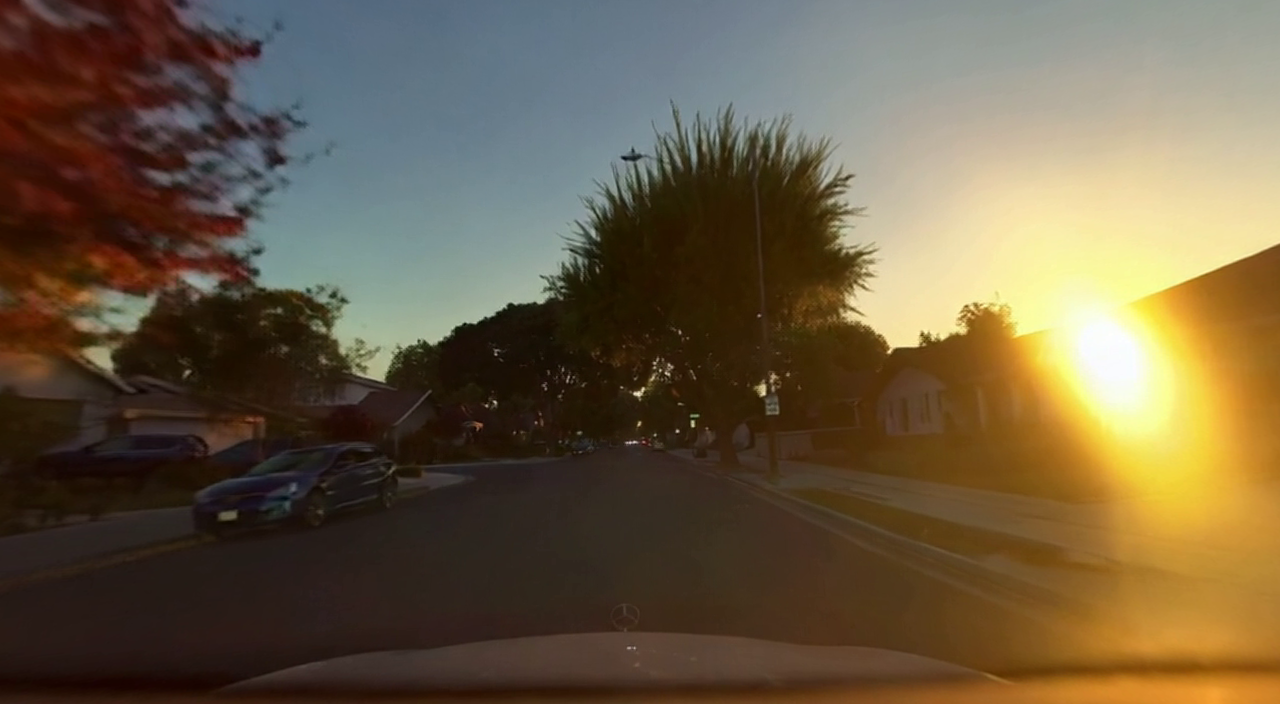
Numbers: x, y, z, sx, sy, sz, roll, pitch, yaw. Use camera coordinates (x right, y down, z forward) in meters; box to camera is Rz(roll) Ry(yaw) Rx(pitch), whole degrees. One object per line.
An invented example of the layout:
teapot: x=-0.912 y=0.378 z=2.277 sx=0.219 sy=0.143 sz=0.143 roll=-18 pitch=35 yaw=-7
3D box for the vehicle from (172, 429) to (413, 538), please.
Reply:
vehicle: x=-6.552 y=2.515 z=12.834 sx=2.078 sy=1.745 sz=5.119 roll=0 pitch=-9 yaw=-1
